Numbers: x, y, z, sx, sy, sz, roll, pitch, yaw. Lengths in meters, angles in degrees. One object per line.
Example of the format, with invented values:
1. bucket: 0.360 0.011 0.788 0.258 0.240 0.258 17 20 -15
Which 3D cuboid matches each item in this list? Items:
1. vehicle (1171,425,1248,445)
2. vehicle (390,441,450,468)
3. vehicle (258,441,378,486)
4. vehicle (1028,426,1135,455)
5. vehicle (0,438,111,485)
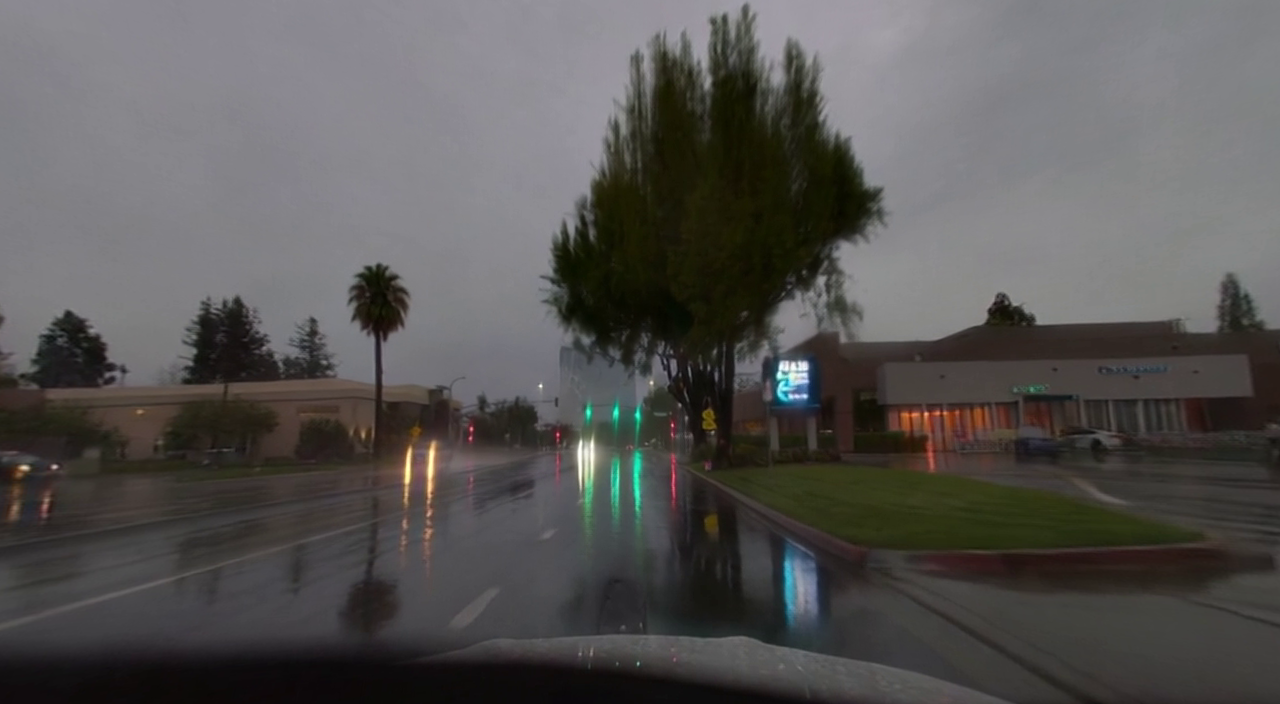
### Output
1. vehicle: 45.231 6.613 49.912 4.301 1.498 1.875 0 -9 0
2. vehicle: -16.382 7.660 47.141 2.221 1.832 5.572 0 -9 3
3. vehicle: -12.043 4.192 23.922 2.078 1.532 4.627 0 -9 1
4. vehicle: 25.314 5.081 36.105 4.649 1.611 1.945 0 -9 -1
5. vehicle: -29.788 5.355 30.368 6.383 1.887 2.223 -4 -9 0
